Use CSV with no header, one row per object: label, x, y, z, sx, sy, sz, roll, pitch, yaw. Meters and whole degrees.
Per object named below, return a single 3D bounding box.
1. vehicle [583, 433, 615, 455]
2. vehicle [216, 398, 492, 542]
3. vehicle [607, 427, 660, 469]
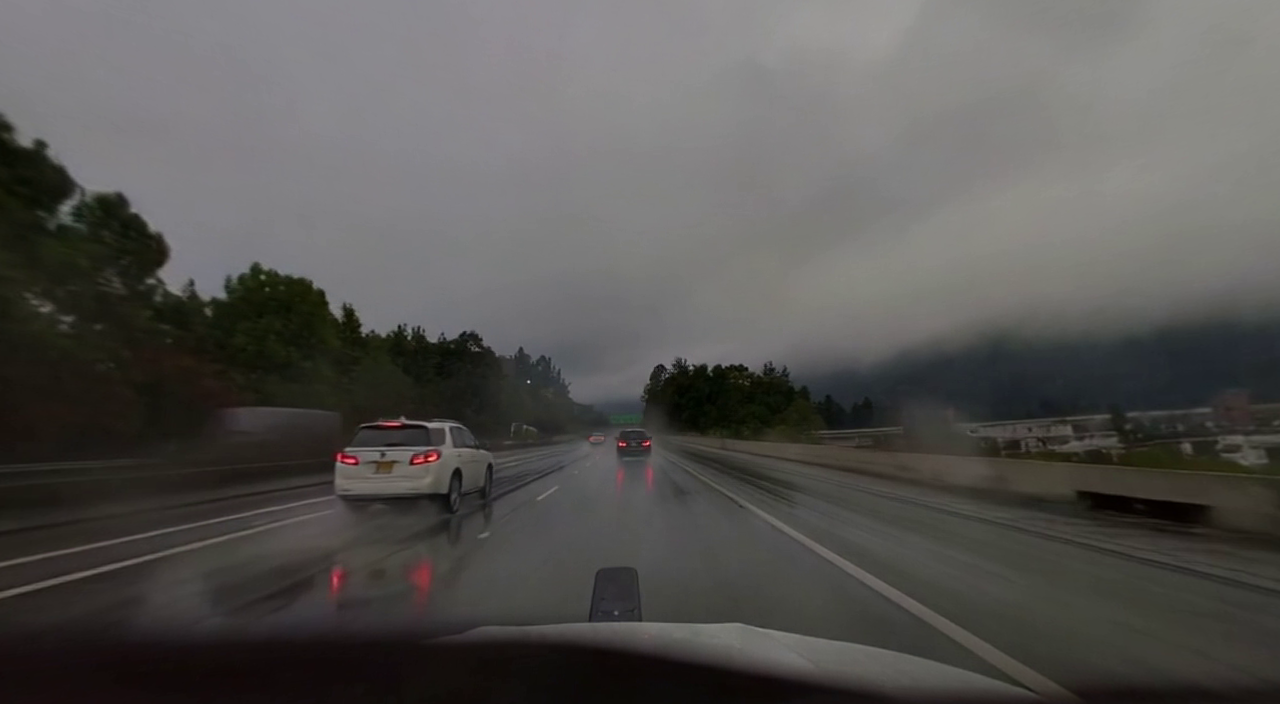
vehicle,-3.001,6.767,46.432,2.030,1.491,4.046,0,-8,1
vehicle,-4.070,1.779,10.183,2.251,1.749,4.820,0,-8,-1
vehicle,-0.283,4.172,27.646,2.134,1.654,4.174,0,-8,-1
